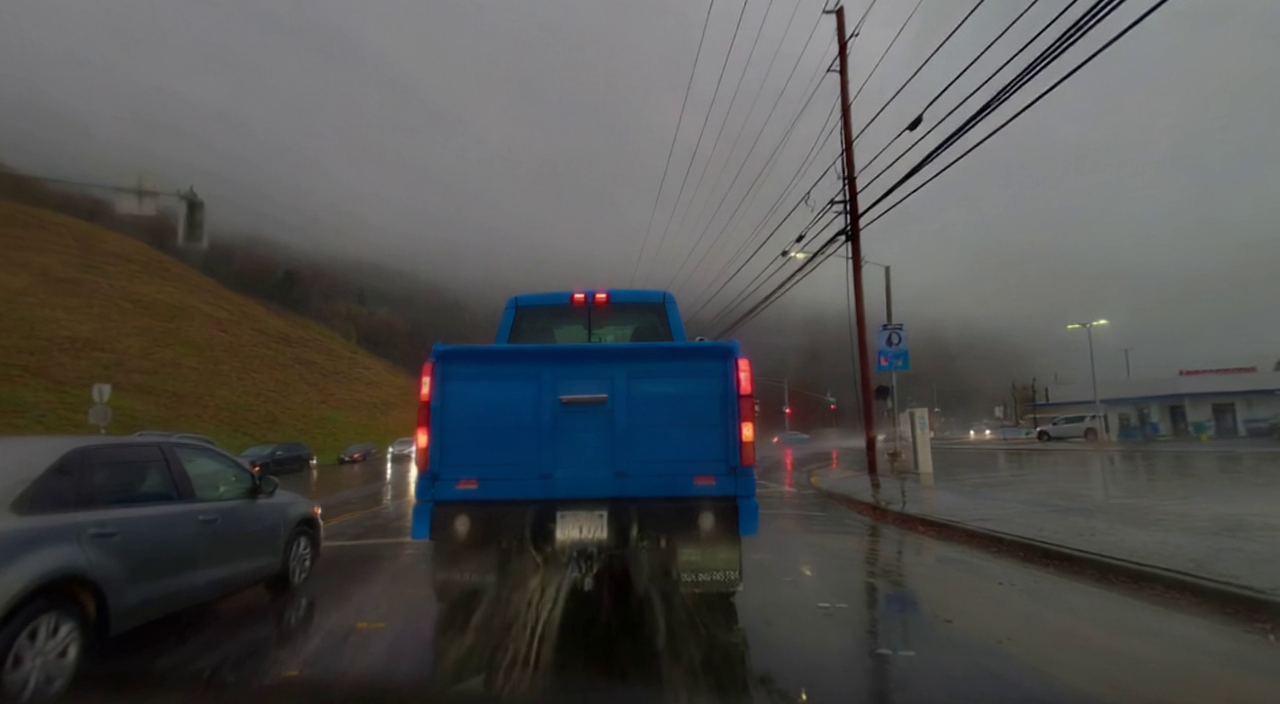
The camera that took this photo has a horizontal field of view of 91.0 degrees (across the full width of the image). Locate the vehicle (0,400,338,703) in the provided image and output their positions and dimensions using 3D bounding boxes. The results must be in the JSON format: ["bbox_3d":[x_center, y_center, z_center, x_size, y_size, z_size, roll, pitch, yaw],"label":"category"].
[{"bbox_3d":[-3.957,1.191,3.985,2.017,1.555,4.150,-1,-9,0],"label":"vehicle"}]

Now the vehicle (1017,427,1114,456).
[{"bbox_3d":[25.582,5.405,37.919,4.419,1.496,1.854,-2,-9,1],"label":"vehicle"}]

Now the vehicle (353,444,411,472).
[{"bbox_3d":[-17.099,7.024,41.922,2.133,1.690,4.331,0,-9,-3],"label":"vehicle"}]

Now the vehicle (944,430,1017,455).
[{"bbox_3d":[25.450,6.772,47.035,5.021,1.757,2.012,4,-9,-23],"label":"vehicle"}]

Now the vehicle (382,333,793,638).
[{"bbox_3d":[-0.418,1.326,7.211,2.859,2.144,5.406,0,-9,-1],"label":"vehicle"}]
